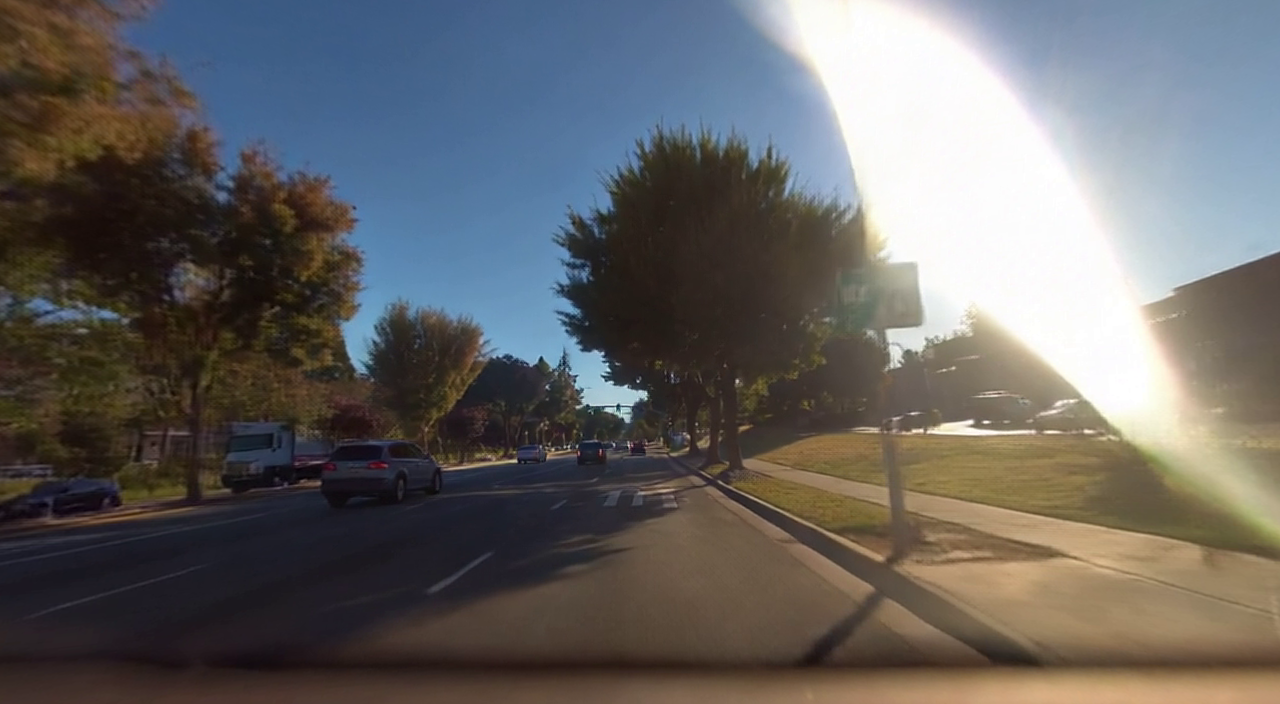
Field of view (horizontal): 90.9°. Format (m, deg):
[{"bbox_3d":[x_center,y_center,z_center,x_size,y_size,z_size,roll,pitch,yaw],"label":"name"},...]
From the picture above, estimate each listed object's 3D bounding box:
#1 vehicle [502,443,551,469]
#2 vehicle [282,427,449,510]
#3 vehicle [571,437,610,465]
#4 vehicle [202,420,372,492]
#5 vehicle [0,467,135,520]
[{"bbox_3d":[-6.805,6.289,38.329,2.072,1.427,4.328,0,-9,1],"label":"vehicle"},{"bbox_3d":[-6.853,2.956,16.517,2.137,1.835,4.844,0,-9,1],"label":"vehicle"},{"bbox_3d":[-3.082,6.331,40.286,2.100,1.661,3.837,0,-9,1],"label":"vehicle"},{"bbox_3d":[-21.815,6.548,40.789,3.033,3.777,14.652,0,-8,-2],"label":"vehicle"},{"bbox_3d":[-22.094,5.361,24.055,1.900,1.467,4.655,-6,-8,-1],"label":"vehicle"}]
